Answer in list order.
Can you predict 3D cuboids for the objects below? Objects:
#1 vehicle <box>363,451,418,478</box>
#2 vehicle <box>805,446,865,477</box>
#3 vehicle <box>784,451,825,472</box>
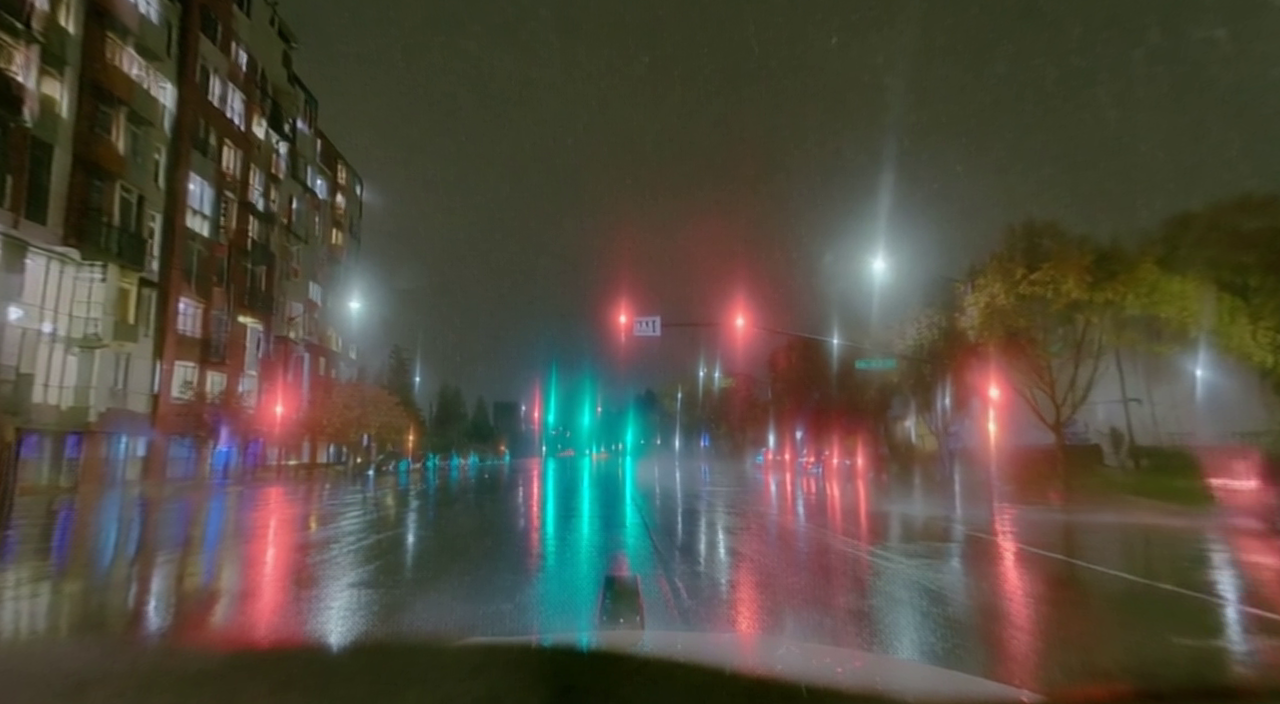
[{"bbox_3d":[-17.052,7.706,43.442,2.075,1.708,4.335,0,-8,-2],"label":"vehicle"},{"bbox_3d":[12.526,7.030,40.872,2.181,1.876,4.723,1,-8,-2],"label":"vehicle"},{"bbox_3d":[12.298,8.213,47.393,1.802,1.444,4.318,0,-8,-2],"label":"vehicle"}]
